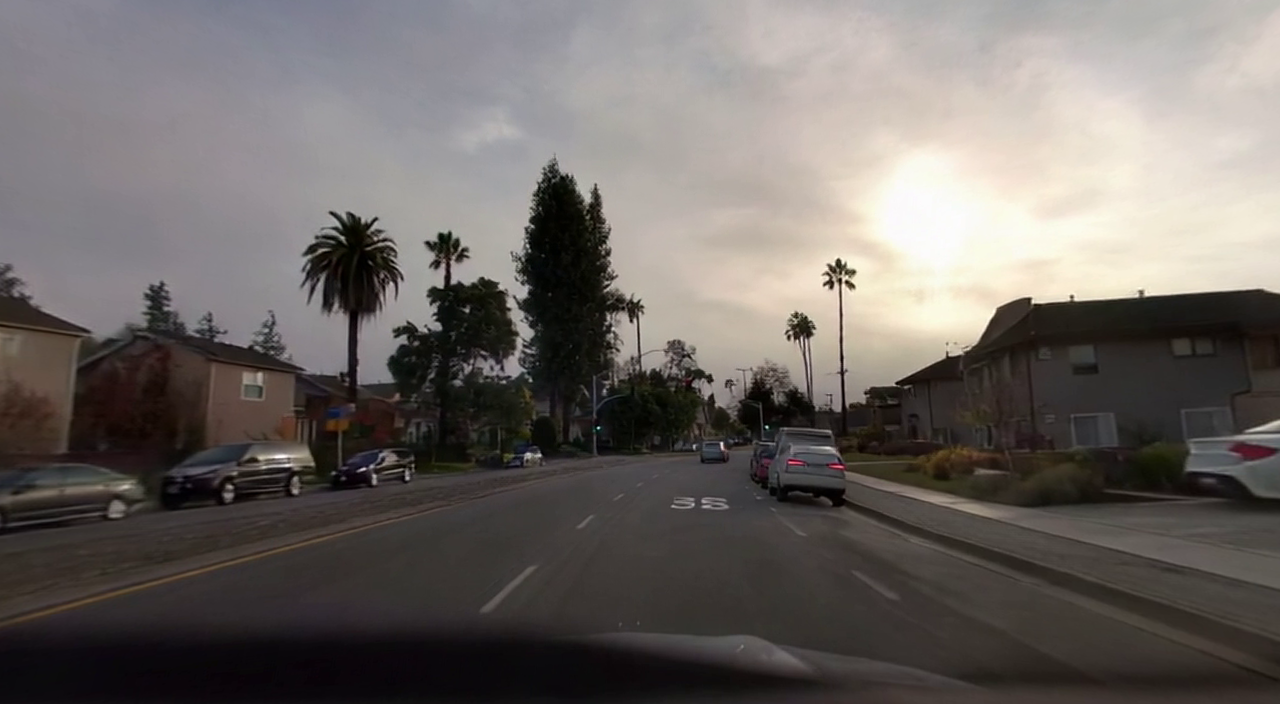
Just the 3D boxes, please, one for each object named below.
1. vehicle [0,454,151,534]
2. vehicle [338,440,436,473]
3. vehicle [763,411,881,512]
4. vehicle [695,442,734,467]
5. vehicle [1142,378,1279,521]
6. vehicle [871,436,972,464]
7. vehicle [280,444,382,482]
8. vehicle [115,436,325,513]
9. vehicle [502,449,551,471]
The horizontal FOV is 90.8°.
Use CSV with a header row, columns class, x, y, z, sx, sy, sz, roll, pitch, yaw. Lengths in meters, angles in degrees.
class,x,y,z,sx,sy,sz,roll,pitch,yaw
vehicle,-13.251,3.034,13.554,1.786,1.488,4.518,-5,-9,3
vehicle,-15.127,6.286,37.853,5.205,1.792,1.969,-3,-10,12
vehicle,4.616,2.854,16.852,2.326,2.257,4.635,0,-9,7
vehicle,4.814,6.560,40.498,2.035,1.474,4.284,-2,-9,12
vehicle,12.170,1.516,10.329,5.588,2.111,2.300,-3,-9,7
vehicle,16.075,5.635,36.317,4.923,1.521,1.811,-1,-9,8
vehicle,-15.784,5.646,32.343,4.297,1.566,2.024,1,-8,15
vehicle,-12.583,3.693,19.668,2.051,1.957,5.968,-3,-9,5
vehicle,-8.050,7.693,45.345,1.860,1.499,4.402,-2,-9,12
